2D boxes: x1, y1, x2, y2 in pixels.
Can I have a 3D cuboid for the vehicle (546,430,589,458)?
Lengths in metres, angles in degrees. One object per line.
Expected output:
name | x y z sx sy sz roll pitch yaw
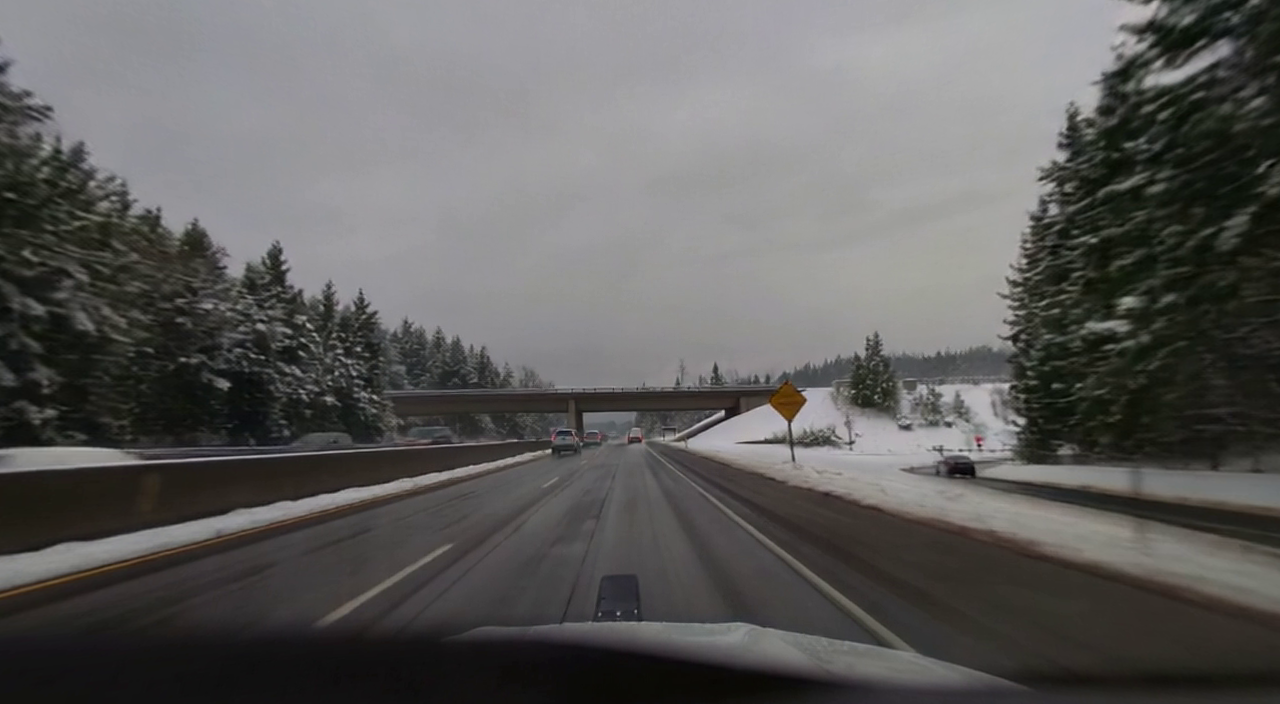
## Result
vehicle | -4.367 5.615 38.420 2.169 1.588 4.264 0 -8 -1

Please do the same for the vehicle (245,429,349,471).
vehicle | -17.075 4.884 31.806 2.219 1.903 5.502 0 -8 -1

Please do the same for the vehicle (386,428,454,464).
vehicle | -12.622 5.414 36.541 2.077 1.918 5.331 0 -8 -1
